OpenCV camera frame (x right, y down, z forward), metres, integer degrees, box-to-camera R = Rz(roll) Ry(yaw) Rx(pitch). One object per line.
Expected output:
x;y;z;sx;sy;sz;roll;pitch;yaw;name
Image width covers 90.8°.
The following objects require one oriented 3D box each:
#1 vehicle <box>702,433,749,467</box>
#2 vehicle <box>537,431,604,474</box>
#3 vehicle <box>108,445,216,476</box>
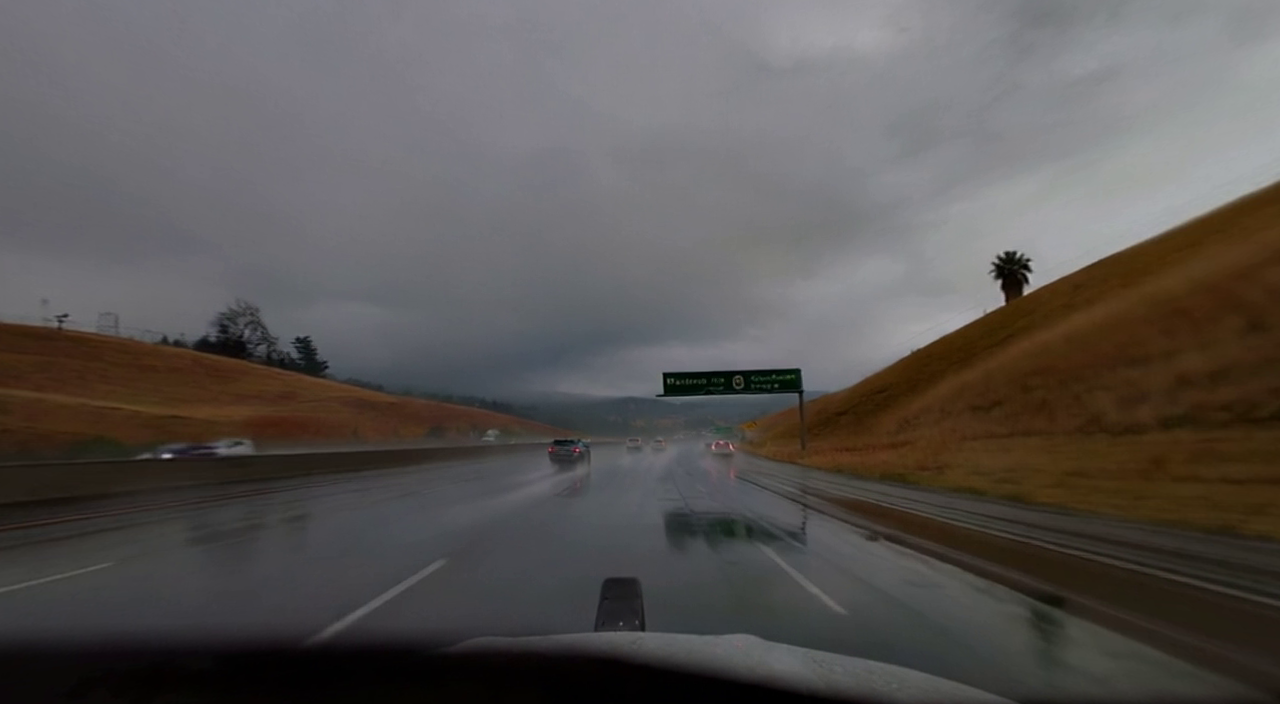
4.870;5.665;36.634;2.164;1.788;4.500;0;-8;1;vehicle
-2.918;4.361;27.593;2.166;1.700;4.661;-1;-9;3;vehicle
-25.015;5.689;33.330;1.814;1.492;4.803;-1;-8;2;vehicle
